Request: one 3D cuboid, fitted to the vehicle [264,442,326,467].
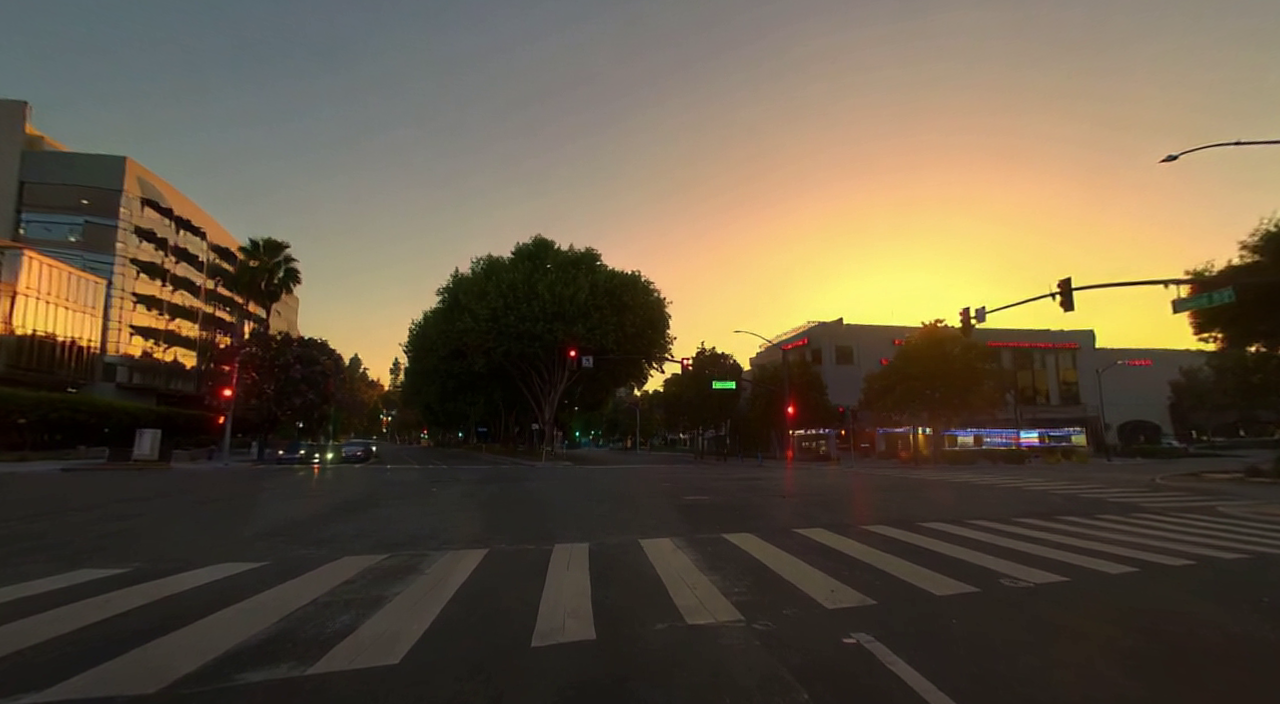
[{"bbox_3d":[-21.841,6.477,40.162,2.005,1.496,4.020,1,-9,-6],"label":"vehicle"}]

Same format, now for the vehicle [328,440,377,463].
[{"bbox_3d":[-22.517,7.827,49.744,2.023,1.706,4.756,1,-8,-6],"label":"vehicle"}]
